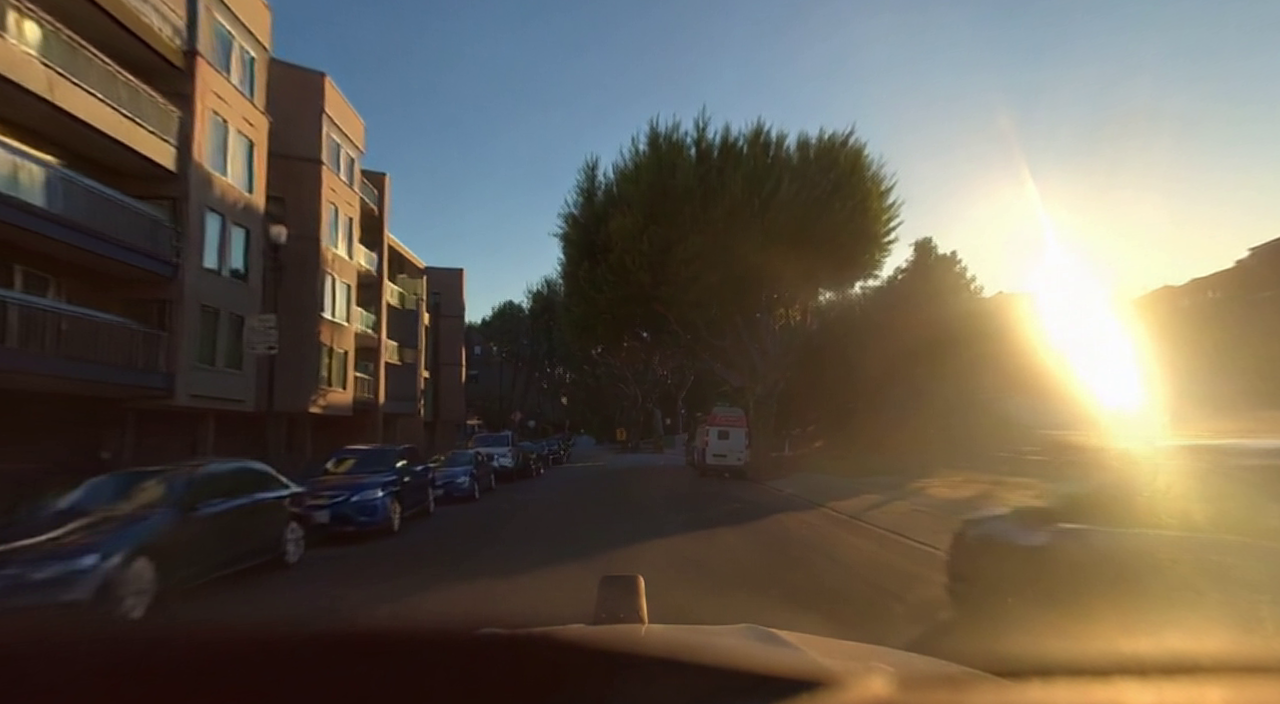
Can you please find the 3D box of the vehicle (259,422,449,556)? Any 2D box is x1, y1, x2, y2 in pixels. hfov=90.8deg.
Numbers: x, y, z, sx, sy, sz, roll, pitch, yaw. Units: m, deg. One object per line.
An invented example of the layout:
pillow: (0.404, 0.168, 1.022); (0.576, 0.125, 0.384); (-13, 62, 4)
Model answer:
vehicle: (-5.269, 2.445, 12.356); (1.824, 1.664, 4.344); (-1, 0, -2)

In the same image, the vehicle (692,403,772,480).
vehicle: (3.779, 3.524, 25.663); (1.961, 2.656, 3.047); (-2, -1, 35)

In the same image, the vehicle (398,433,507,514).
vehicle: (-5.146, 3.298, 17.948); (1.837, 1.499, 4.443); (-2, -2, -1)

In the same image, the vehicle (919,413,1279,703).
vehicle: (3.237, 1.072, 2.996); (1.835, 1.490, 4.134); (0, -8, -2)

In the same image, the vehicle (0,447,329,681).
vehicle: (-5.110, 1.671, 6.005); (1.890, 1.457, 4.856); (0, -8, -1)
